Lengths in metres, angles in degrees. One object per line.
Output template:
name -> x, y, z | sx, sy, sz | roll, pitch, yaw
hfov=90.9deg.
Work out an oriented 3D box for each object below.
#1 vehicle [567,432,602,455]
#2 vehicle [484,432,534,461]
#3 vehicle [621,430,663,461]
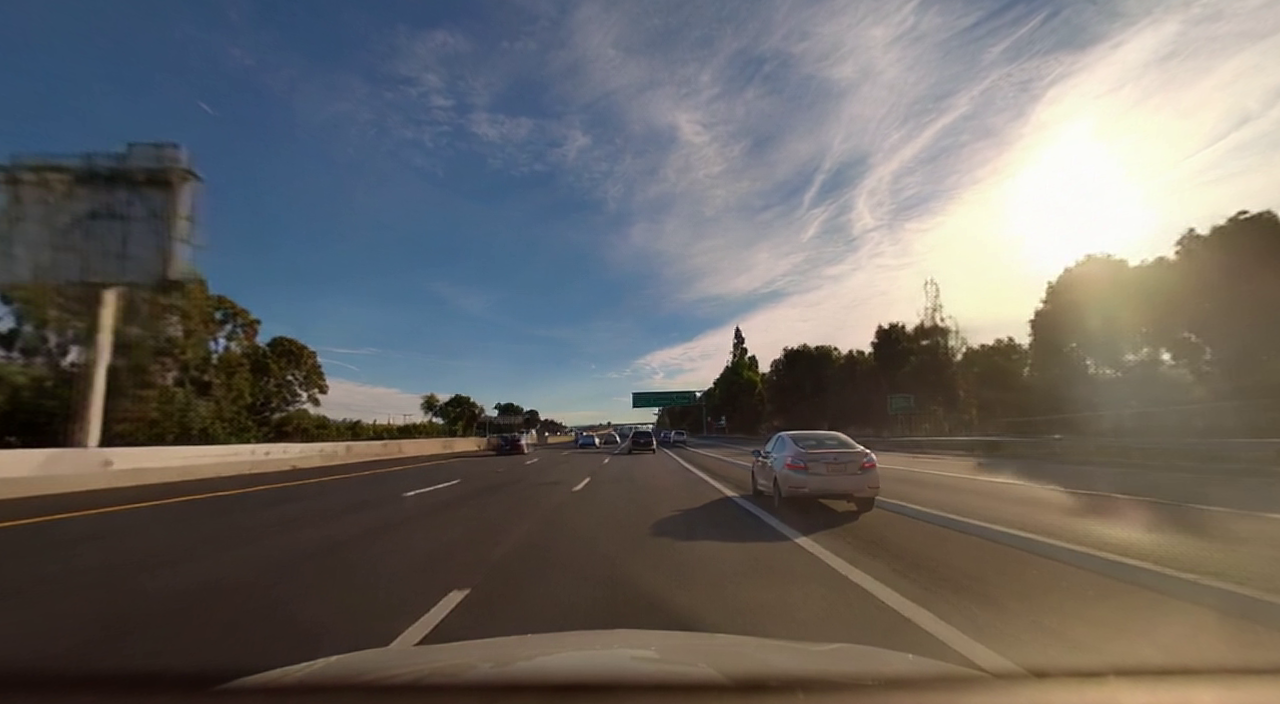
vehicle -> -3.827, 6.385, 44.218 | 2.103, 1.512, 4.155 | 0, -8, 0
vehicle -> -7.585, 5.503, 36.888 | 2.009, 1.537, 4.449 | 0, -8, 0
vehicle -> 0.068, 5.345, 36.199 | 2.240, 1.646, 4.949 | 0, -8, -1
